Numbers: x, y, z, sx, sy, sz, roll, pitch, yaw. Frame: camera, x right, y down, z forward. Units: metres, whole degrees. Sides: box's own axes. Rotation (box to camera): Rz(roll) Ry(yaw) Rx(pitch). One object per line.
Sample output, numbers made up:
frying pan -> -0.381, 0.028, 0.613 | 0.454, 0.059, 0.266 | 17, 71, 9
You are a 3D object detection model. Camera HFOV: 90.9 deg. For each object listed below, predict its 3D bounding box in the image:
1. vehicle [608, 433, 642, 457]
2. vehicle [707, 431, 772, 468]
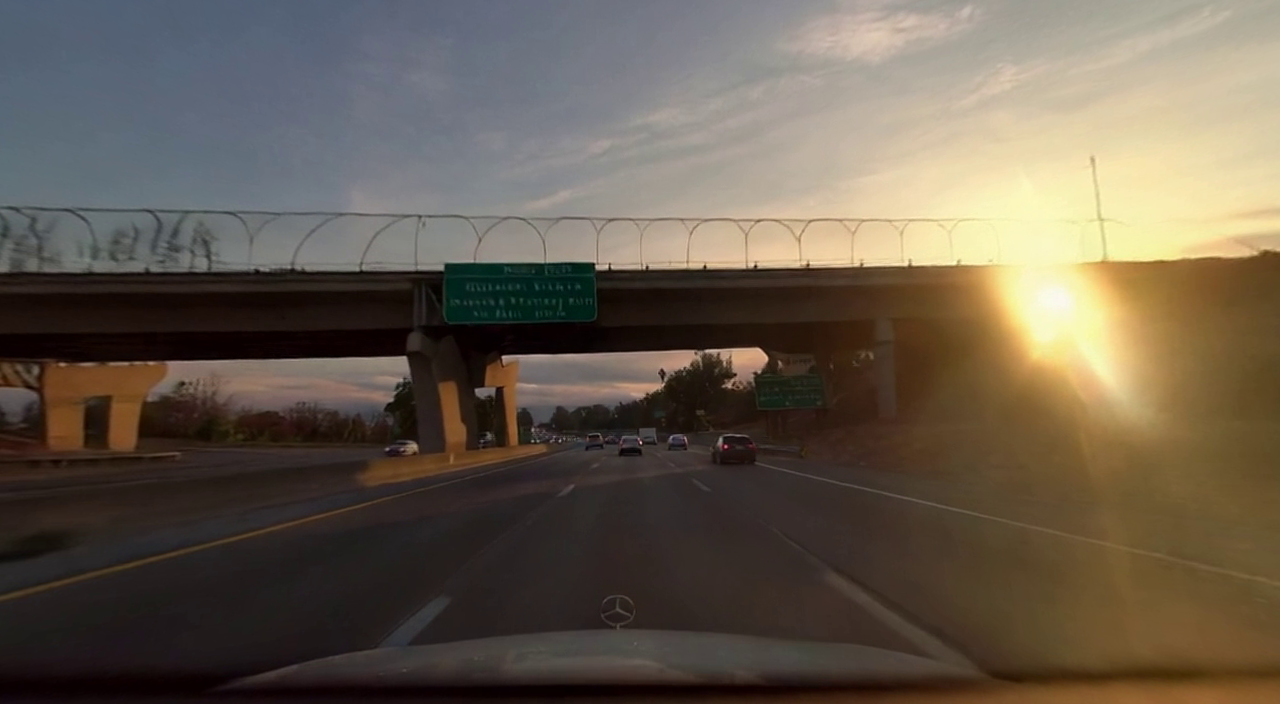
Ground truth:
vehicle -> -0.927, 5.838, 39.622 | 1.987, 1.440, 3.565 | 0, -8, -1
vehicle -> 4.308, 4.270, 27.952 | 2.056, 1.508, 4.093 | 0, -8, -2
